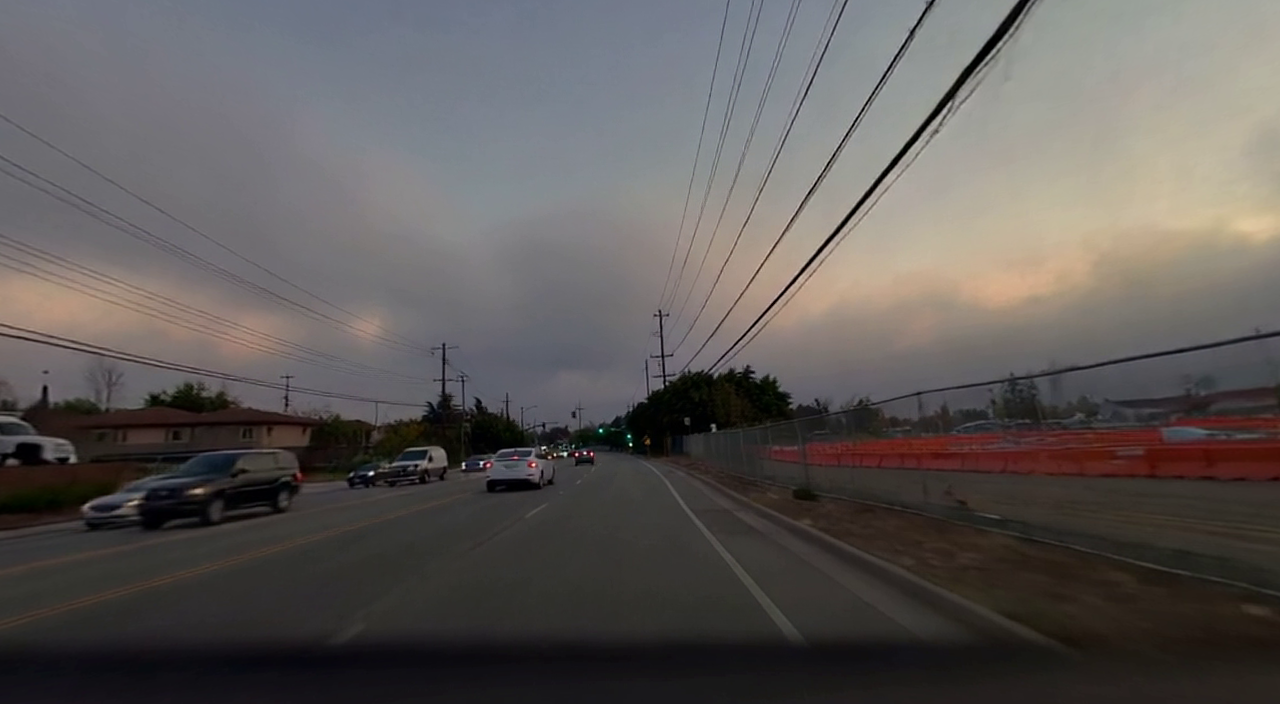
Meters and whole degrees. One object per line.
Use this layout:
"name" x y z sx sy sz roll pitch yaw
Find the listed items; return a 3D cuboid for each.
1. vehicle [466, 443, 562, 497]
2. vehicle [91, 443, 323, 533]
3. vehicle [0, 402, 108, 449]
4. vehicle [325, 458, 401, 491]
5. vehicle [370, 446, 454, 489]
"vehicle" -3.800 3.638 19.805 2.020 1.489 4.469 0 -9 1
"vehicle" -10.288 3.235 15.628 2.206 1.845 4.917 0 -9 0
"vehicle" -24.180 2.960 25.124 3.949 1.754 2.074 0 -8 1
"vehicle" -14.184 6.292 32.547 1.943 1.506 4.471 0 -9 -1
"vehicle" -10.438 5.306 29.305 2.137 1.828 4.754 0 -9 0
